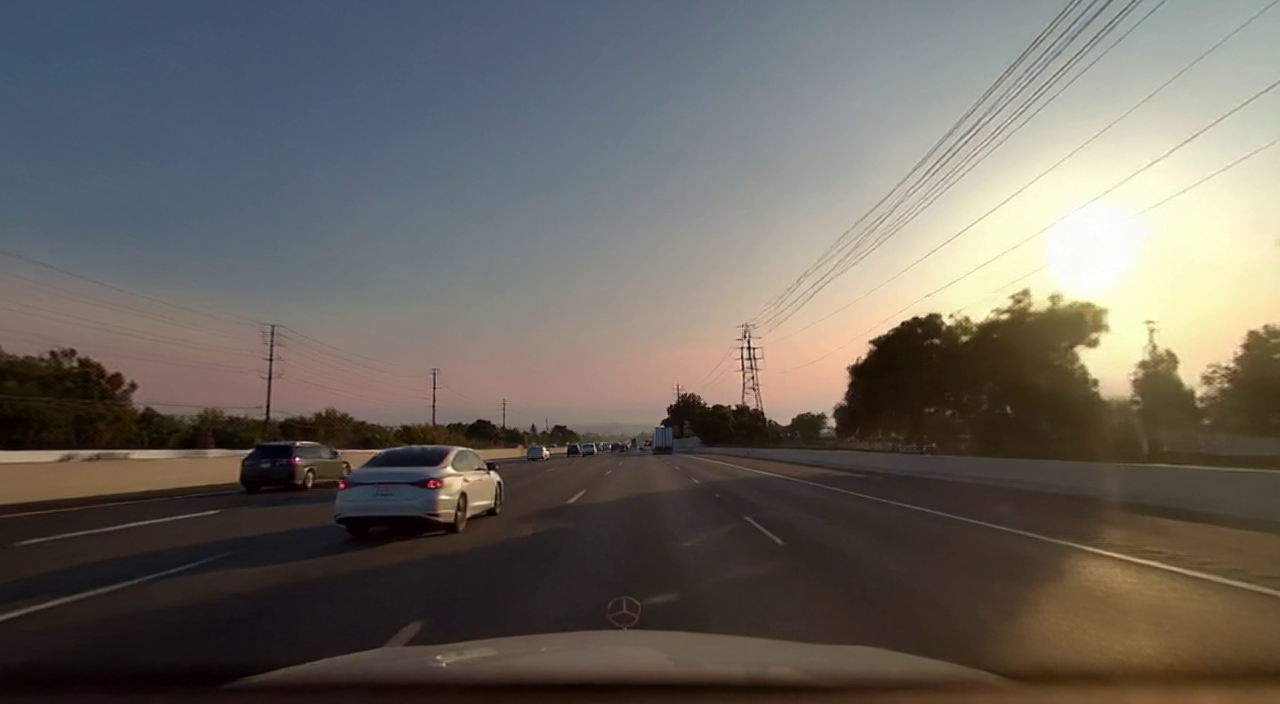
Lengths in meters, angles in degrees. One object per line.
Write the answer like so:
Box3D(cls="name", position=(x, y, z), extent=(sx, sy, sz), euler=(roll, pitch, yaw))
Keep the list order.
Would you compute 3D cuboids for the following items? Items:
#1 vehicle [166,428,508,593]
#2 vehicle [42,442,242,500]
Box3D(cls="vehicle", position=(-3.393, 1.869, 8.485), extent=(2.045, 1.532, 4.954), euler=(0, -9, 1))
Box3D(cls="vehicle", position=(-14.579, 3.480, 18.908), extent=(2.039, 1.516, 4.780), euler=(0, -9, 1))
